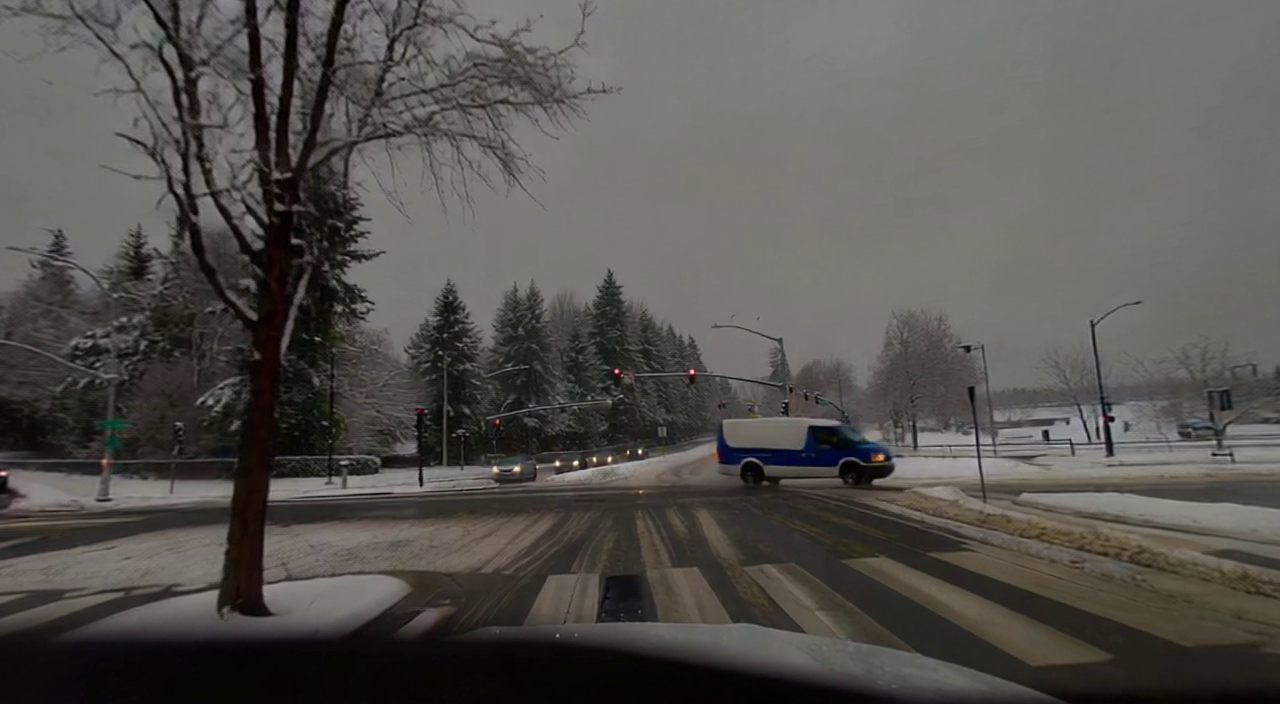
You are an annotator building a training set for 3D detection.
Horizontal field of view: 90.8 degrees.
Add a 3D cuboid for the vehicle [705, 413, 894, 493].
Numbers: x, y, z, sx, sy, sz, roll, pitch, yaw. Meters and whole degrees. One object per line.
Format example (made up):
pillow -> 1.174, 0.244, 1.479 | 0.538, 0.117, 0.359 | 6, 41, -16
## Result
vehicle -> 5.416, 3.463, 21.947 | 5.791, 2.404, 2.465 | -6, -10, 34
